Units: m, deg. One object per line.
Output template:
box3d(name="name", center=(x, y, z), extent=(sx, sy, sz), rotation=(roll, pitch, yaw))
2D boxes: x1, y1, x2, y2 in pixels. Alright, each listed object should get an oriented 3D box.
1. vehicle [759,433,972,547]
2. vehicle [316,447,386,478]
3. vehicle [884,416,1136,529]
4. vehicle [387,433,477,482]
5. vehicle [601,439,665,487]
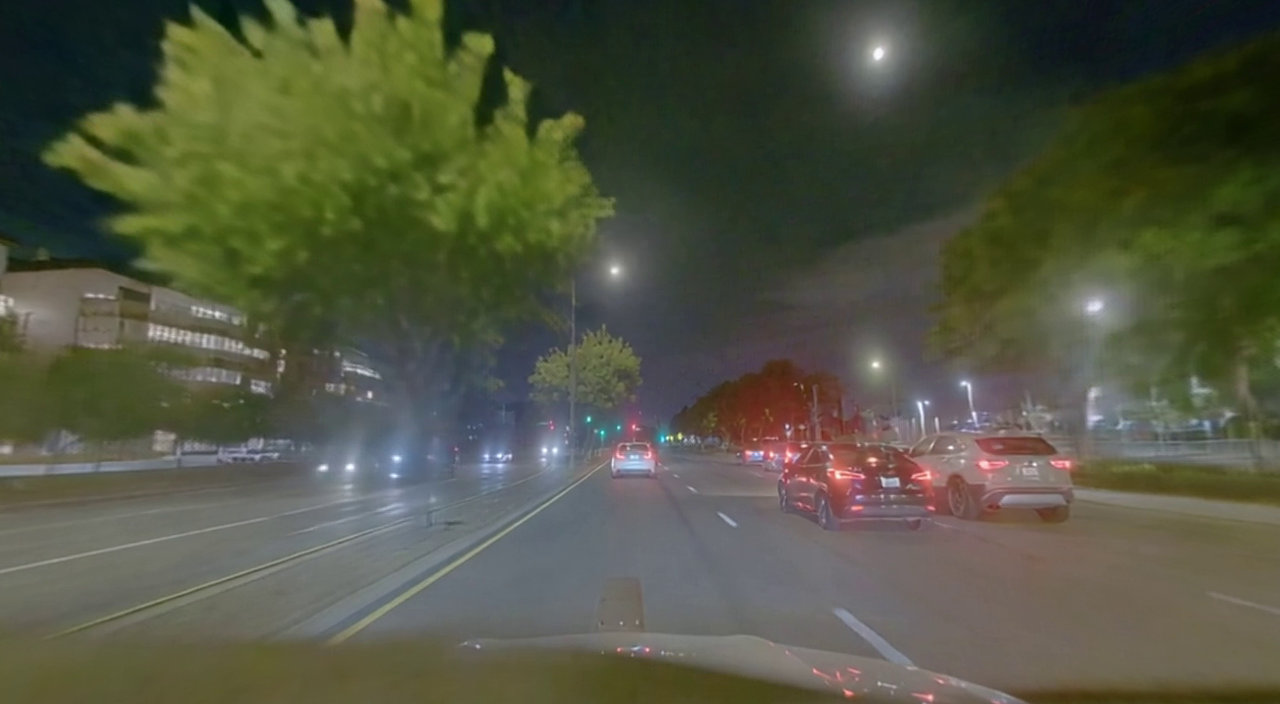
box3d(name="vehicle", center=(3.353, 2.131, 10.426), extent=(1.858, 1.466, 4.230), rotation=(0, -9, -1))
box3d(name="vehicle", center=(-16.478, 6.289, 36.282), extent=(1.903, 1.675, 4.547), rotation=(0, -9, -1))
box3d(name="vehicle", center=(6.893, 2.303, 12.581), extent=(2.134, 1.810, 4.590), rotation=(0, -9, -1))
box3d(name="vehicle", center=(-9.208, 4.730, 28.551), extent=(2.246, 1.943, 5.493), rotation=(0, -9, 0))
box3d(name="vehicle", center=(-0.246, 3.756, 21.622), extent=(1.994, 1.479, 3.647), rotation=(0, -9, -1))
